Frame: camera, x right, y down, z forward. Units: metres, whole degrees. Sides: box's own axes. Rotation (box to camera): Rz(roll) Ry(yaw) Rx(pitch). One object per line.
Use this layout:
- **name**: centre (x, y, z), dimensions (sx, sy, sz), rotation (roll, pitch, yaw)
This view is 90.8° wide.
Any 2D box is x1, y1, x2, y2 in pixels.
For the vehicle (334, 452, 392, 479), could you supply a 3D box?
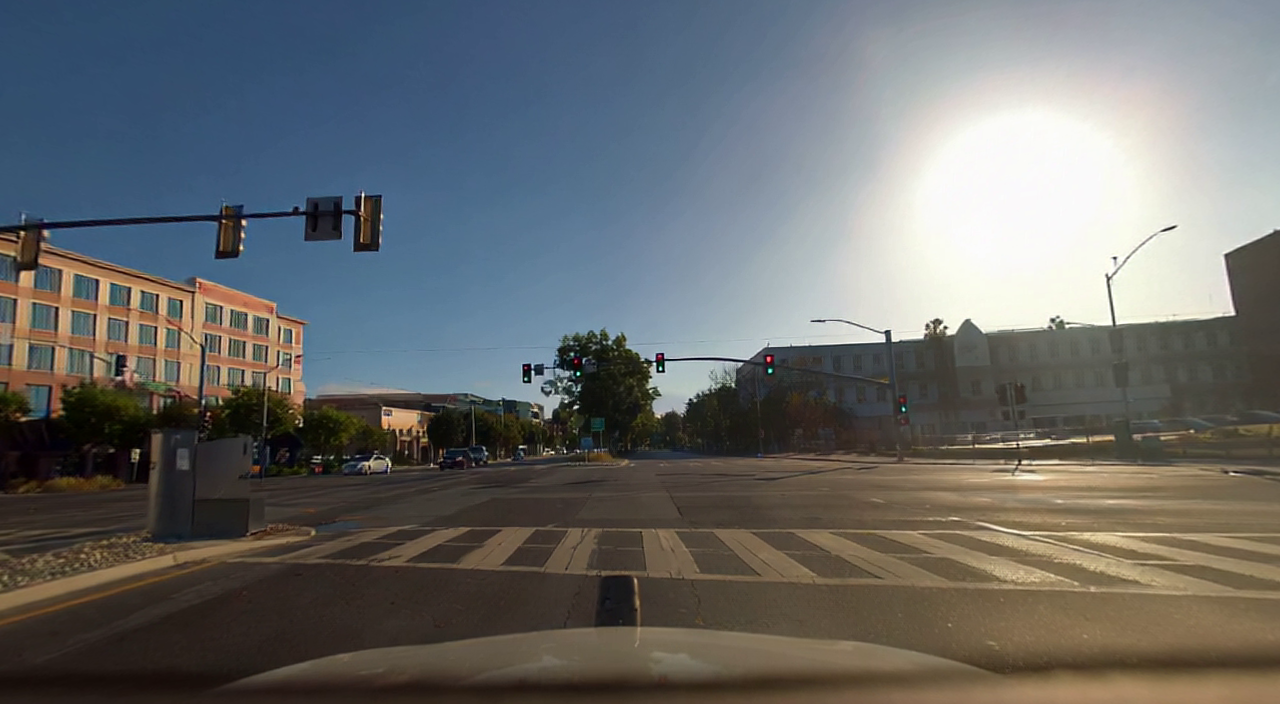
- **vehicle**: centre (-18.867, 7.739, 43.214), dimensions (1.933, 1.664, 4.255), rotation (0, -9, 1)

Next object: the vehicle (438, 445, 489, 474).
- **vehicle**: centre (-12.194, 7.427, 43.926), dimensions (2.151, 1.847, 4.634), rotation (0, -9, 1)
